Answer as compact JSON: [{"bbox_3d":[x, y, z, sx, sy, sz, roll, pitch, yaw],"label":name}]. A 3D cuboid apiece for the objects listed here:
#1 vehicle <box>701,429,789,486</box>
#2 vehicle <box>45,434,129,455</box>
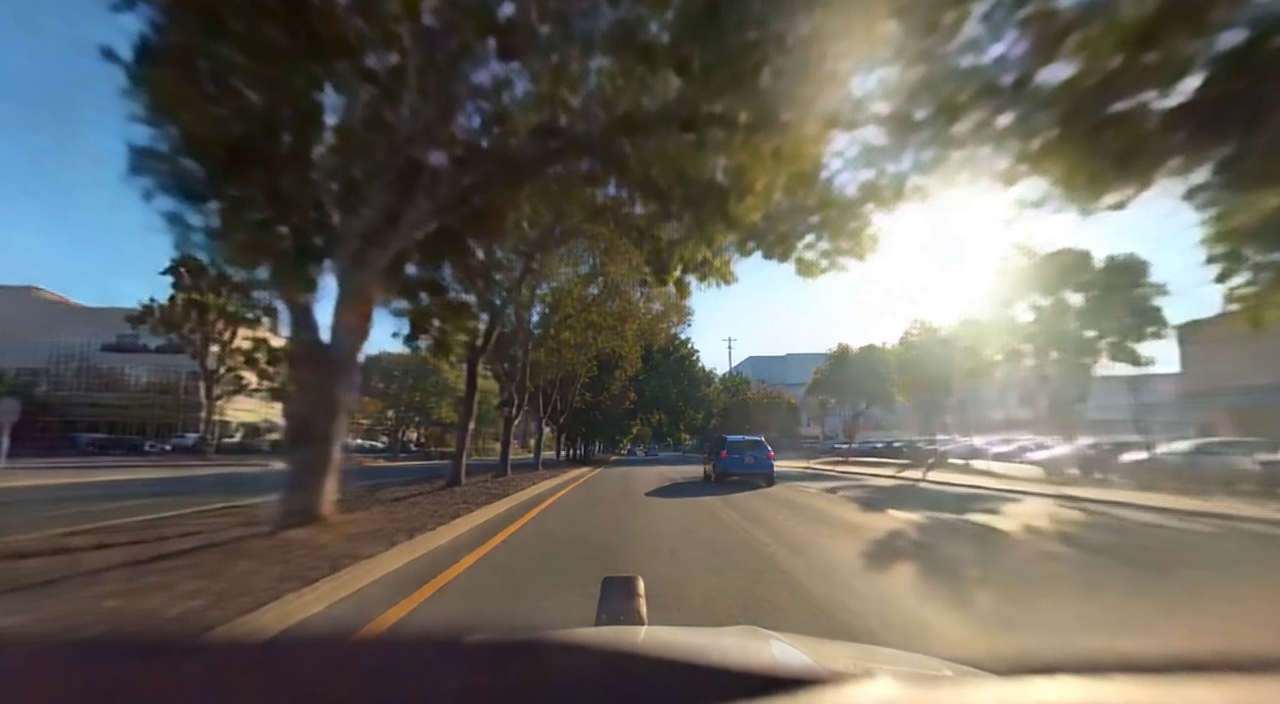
[{"bbox_3d":[3.374,3.511,21.210,2.072,1.696,4.177,0,-8,-2],"label":"vehicle"},{"bbox_3d":[-43.545,7.313,49.810,4.530,1.569,2.159,0,-8,1],"label":"vehicle"}]
